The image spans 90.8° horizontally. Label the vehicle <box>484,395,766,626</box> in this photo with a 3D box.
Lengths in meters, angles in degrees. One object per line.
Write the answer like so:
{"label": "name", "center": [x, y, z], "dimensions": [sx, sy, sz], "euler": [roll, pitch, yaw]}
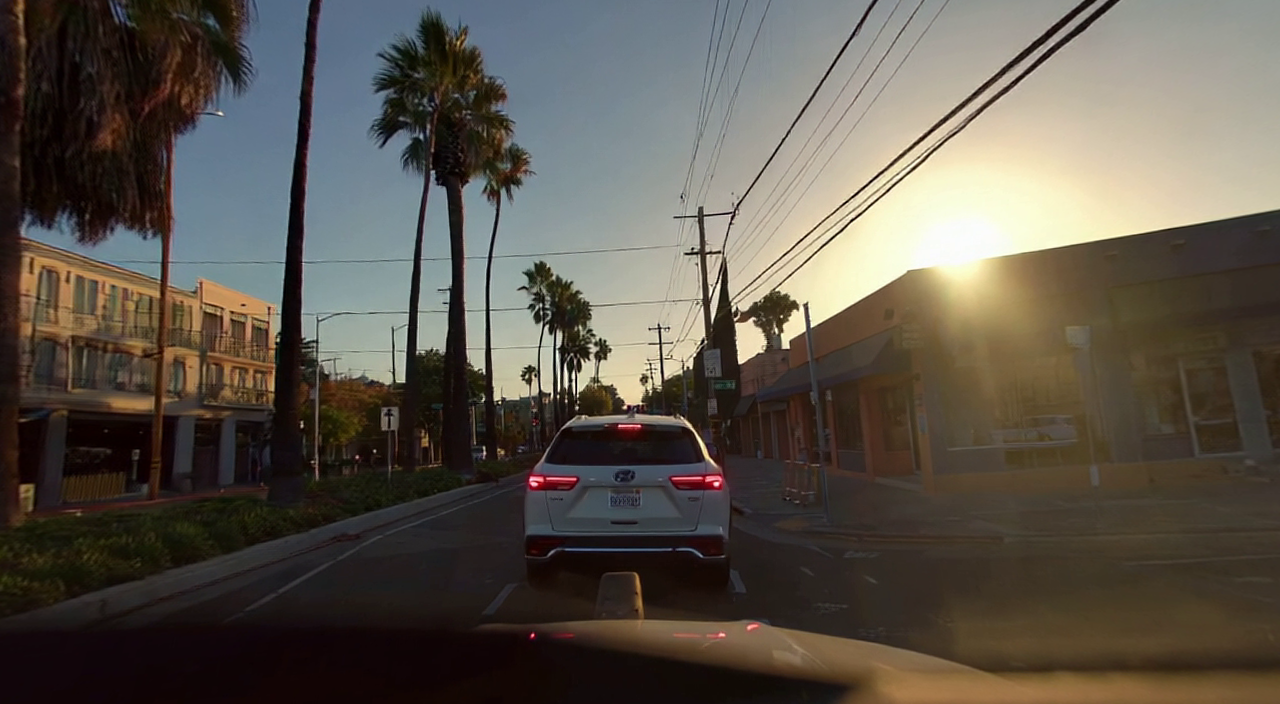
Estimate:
{"label": "vehicle", "center": [-0.194, 1.457, 6.689], "dimensions": [2.105, 1.702, 3.750], "euler": [0, -8, -3]}
